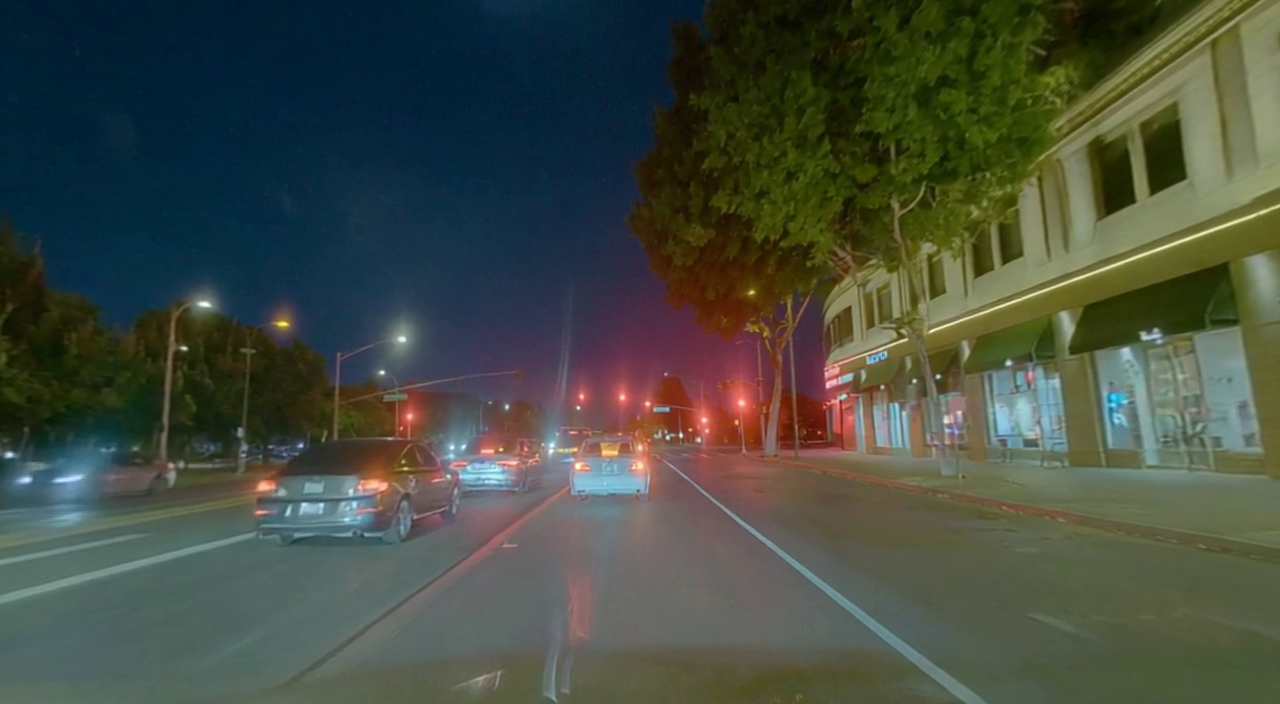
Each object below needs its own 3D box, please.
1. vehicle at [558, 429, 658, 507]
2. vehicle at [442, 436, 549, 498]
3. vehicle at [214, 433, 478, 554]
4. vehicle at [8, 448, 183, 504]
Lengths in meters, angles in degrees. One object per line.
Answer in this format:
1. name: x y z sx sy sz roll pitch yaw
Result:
1. vehicle: -0.665 2.662 14.873 2.042 1.555 3.912 0 -9 0
2. vehicle: -3.768 3.073 17.258 1.950 1.487 4.130 0 -9 0
3. vehicle: -4.161 2.060 9.988 2.020 1.457 4.496 0 -9 0
4. vehicle: -19.005 4.285 22.460 2.054 1.724 4.829 0 -9 -3
